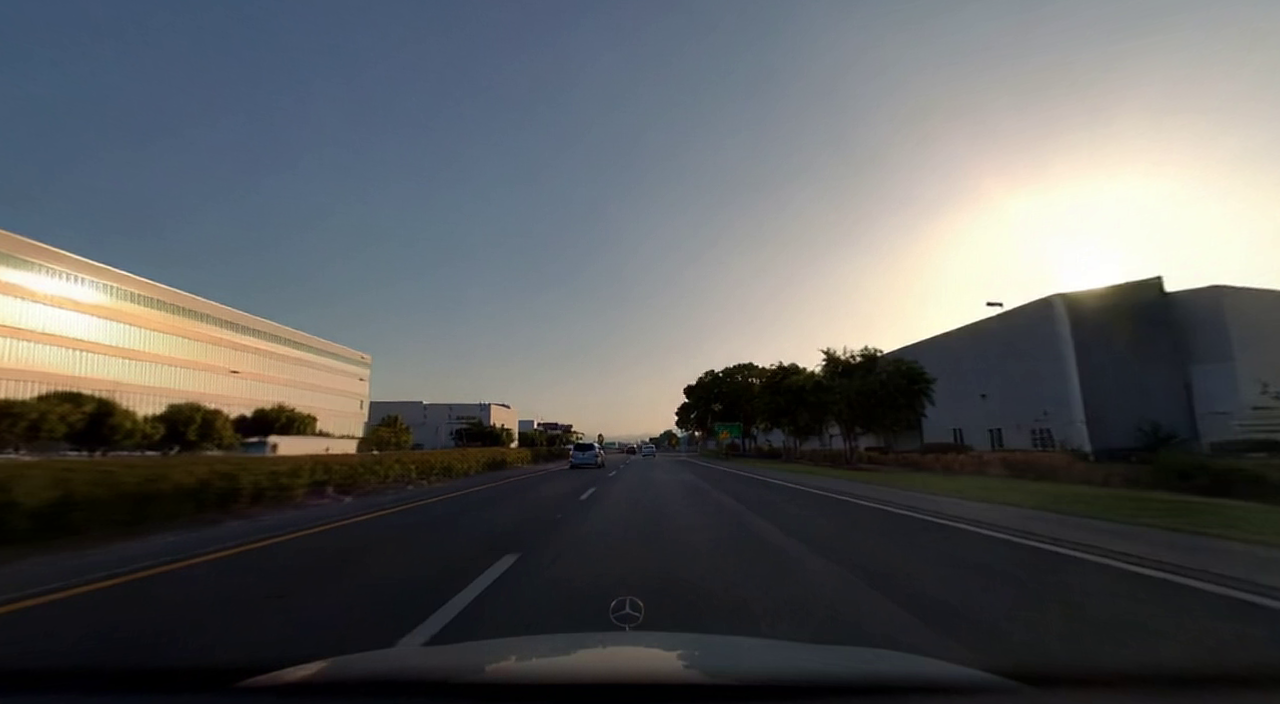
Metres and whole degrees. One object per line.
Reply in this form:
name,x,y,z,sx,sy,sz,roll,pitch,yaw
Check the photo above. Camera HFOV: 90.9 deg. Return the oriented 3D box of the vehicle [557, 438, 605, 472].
vehicle,-3.358,6.021,37.064,2.218,1.850,4.774,-1,-9,2
